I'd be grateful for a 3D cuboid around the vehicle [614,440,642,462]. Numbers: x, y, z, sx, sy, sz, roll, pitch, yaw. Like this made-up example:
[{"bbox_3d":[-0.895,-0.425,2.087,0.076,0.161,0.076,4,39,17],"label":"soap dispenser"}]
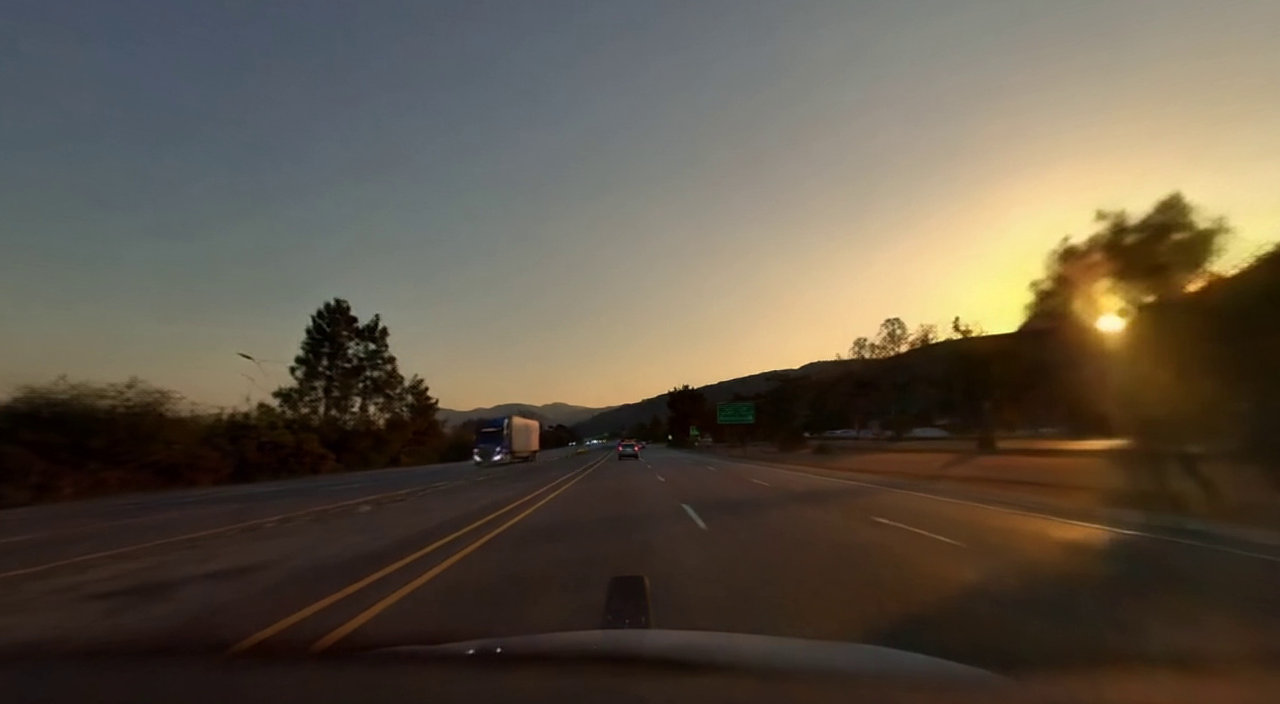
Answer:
[{"bbox_3d":[-0.896,7.570,48.097,2.009,1.554,4.013,0,-8,-1],"label":"vehicle"}]
